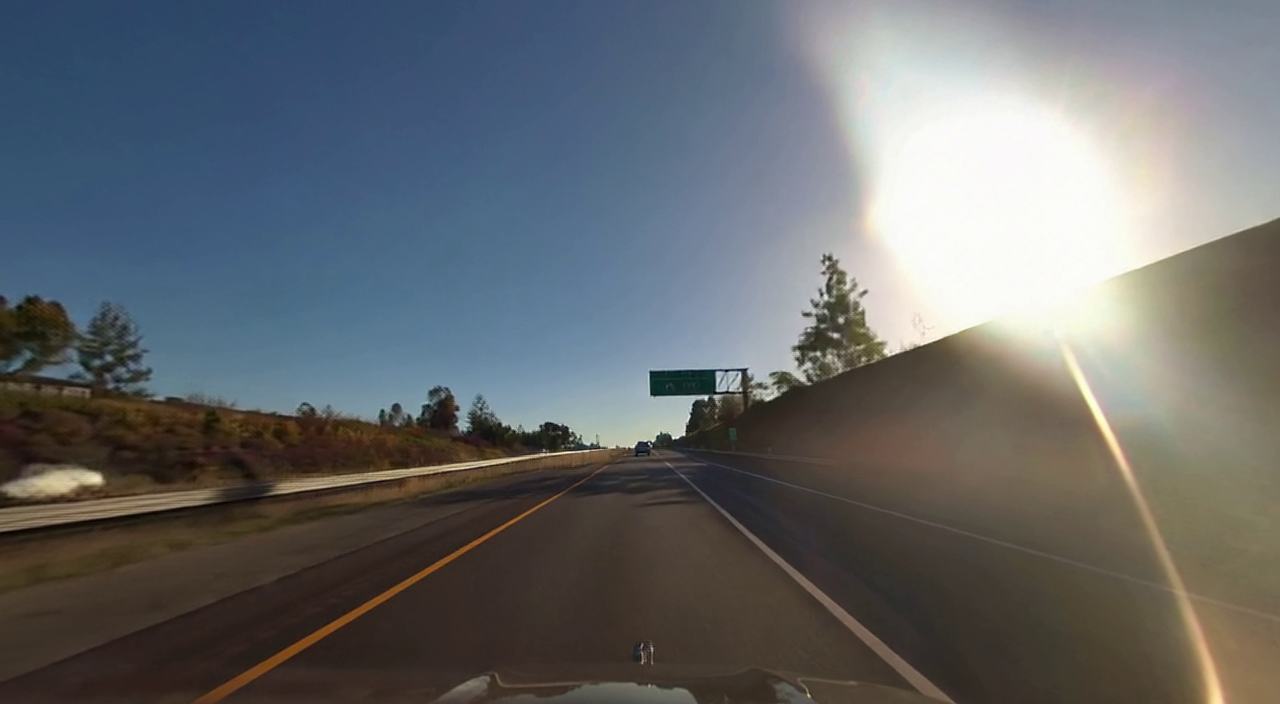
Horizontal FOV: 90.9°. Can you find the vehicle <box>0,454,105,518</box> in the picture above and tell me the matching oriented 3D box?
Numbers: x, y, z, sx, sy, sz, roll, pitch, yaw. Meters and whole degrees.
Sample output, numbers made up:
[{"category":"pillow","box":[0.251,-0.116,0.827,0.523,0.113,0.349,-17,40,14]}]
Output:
[{"category":"vehicle","box":[-32.616,6.859,32.561,2.815,3.027,8.058,0,-8,1]}]
